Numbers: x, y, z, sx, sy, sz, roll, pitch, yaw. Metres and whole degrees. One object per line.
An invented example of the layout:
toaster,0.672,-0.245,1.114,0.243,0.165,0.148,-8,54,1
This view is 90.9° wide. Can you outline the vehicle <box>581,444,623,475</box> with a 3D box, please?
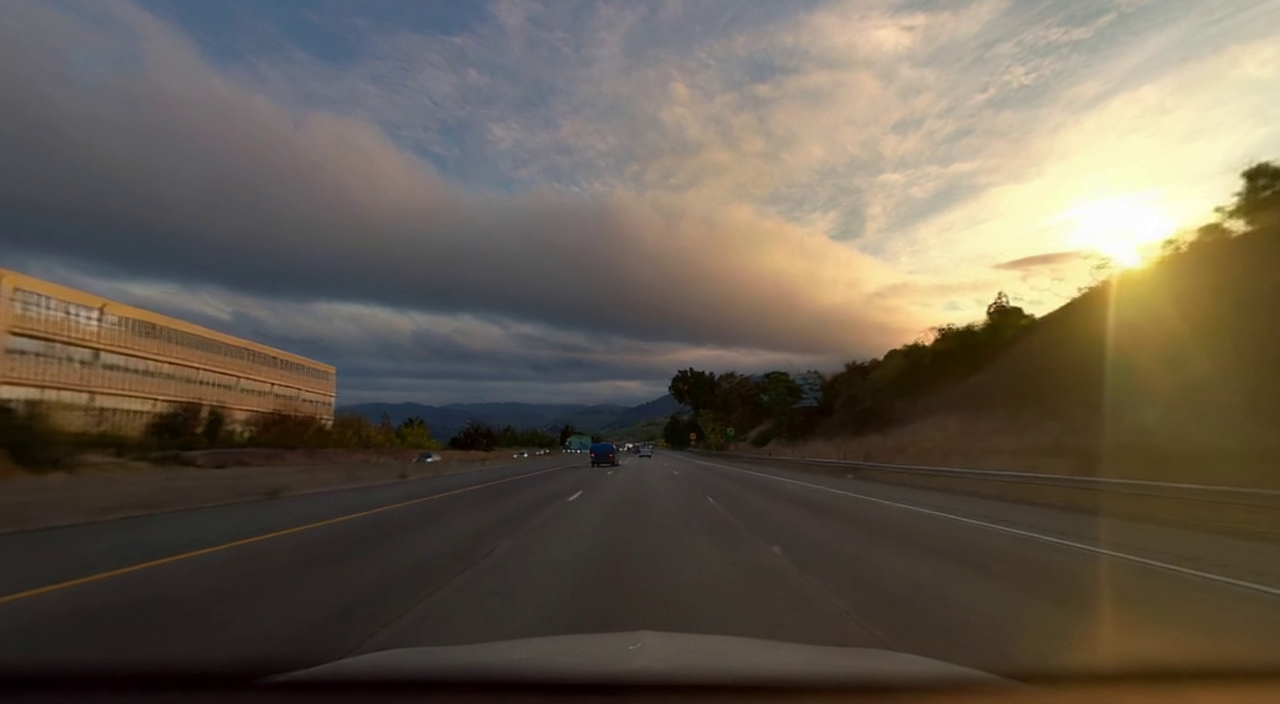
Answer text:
vehicle,-2.052,5.943,34.943,1.965,1.556,3.971,-1,-9,2
